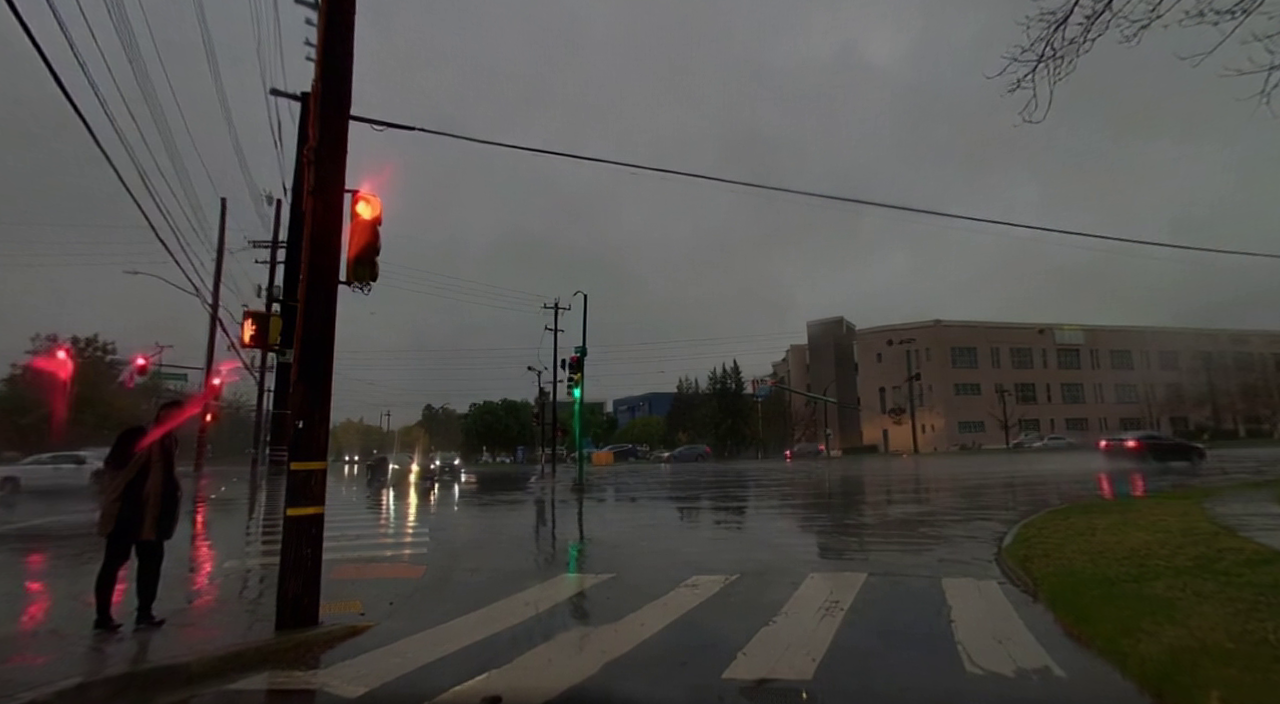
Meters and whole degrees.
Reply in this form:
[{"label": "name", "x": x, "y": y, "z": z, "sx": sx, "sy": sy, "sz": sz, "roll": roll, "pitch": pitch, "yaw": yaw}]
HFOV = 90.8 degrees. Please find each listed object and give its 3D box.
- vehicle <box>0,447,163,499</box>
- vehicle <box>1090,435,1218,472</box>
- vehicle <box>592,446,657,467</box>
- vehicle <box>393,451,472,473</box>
[{"label": "vehicle", "x": -17.480, "y": 3.673, "z": 19.587, "sx": 4.799, "sy": 1.438, "sz": 1.899, "roll": -3, "pitch": -9, "yaw": 21}, {"label": "vehicle", "x": 22.137, "y": 4.335, "z": 27.225, "sx": 4.700, "sy": 1.479, "sz": 2.095, "roll": 3, "pitch": -9, "yaw": -22}, {"label": "vehicle", "x": -1.136, "y": 7.542, "z": 45.817, "sx": 4.391, "sy": 1.451, "sz": 1.717, "roll": 4, "pitch": -9, "yaw": -25}, {"label": "vehicle", "x": -14.101, "y": 7.445, "z": 42.997, "sx": 4.837, "sy": 1.407, "sz": 1.818, "roll": 4, "pitch": -9, "yaw": -26}]
